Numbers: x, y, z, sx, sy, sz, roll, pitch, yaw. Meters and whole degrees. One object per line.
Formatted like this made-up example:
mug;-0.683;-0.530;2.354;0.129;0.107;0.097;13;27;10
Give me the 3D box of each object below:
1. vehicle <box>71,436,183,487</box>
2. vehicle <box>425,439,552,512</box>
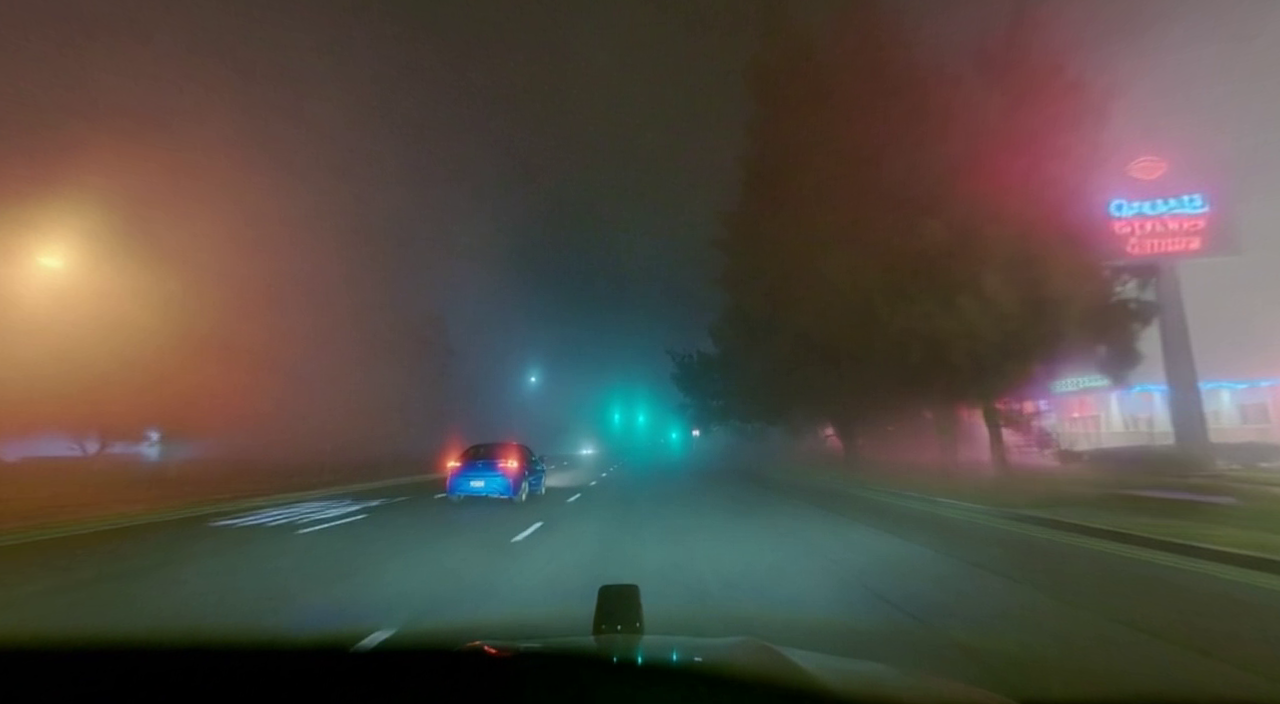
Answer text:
vehicle;-26.154;5.580;32.368;3.358;2.439;2.686;1;-8;-7
vehicle;-3.450;2.876;15.248;2.005;1.477;4.169;0;-8;0
